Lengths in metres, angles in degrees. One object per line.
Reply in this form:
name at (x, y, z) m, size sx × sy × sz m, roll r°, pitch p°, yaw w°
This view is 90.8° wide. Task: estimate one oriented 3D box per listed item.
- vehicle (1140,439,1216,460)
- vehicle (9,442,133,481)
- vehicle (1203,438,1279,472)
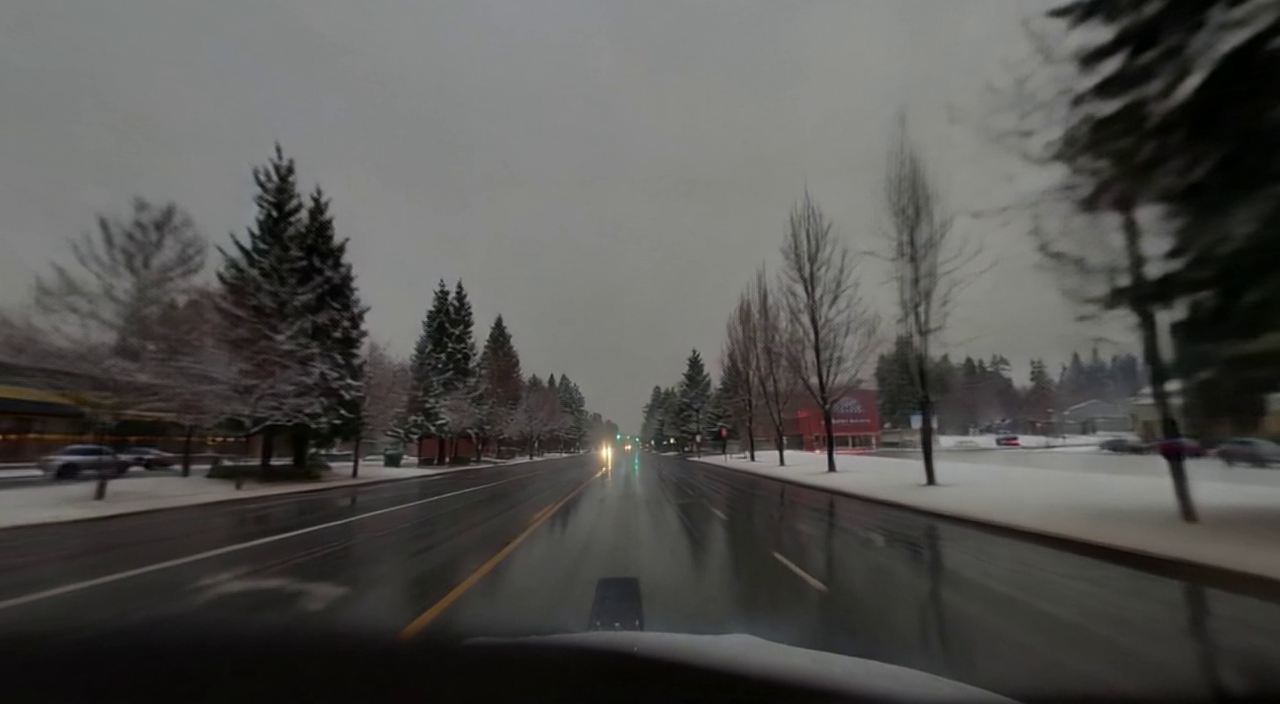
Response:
vehicle at (42.109, 7.605, 49.582) m, size 1.875 × 1.482 × 4.768 m, roll -2°, pitch -8°, yaw 2°
vehicle at (-23.788, 4.581, 26.504) m, size 3.548 × 1.544 × 1.641 m, roll 0°, pitch -9°, yaw 1°
vehicle at (34.035, 5.589, 34.517) m, size 1.999 × 1.674 × 4.627 m, roll -2°, pitch -8°, yaw -3°
